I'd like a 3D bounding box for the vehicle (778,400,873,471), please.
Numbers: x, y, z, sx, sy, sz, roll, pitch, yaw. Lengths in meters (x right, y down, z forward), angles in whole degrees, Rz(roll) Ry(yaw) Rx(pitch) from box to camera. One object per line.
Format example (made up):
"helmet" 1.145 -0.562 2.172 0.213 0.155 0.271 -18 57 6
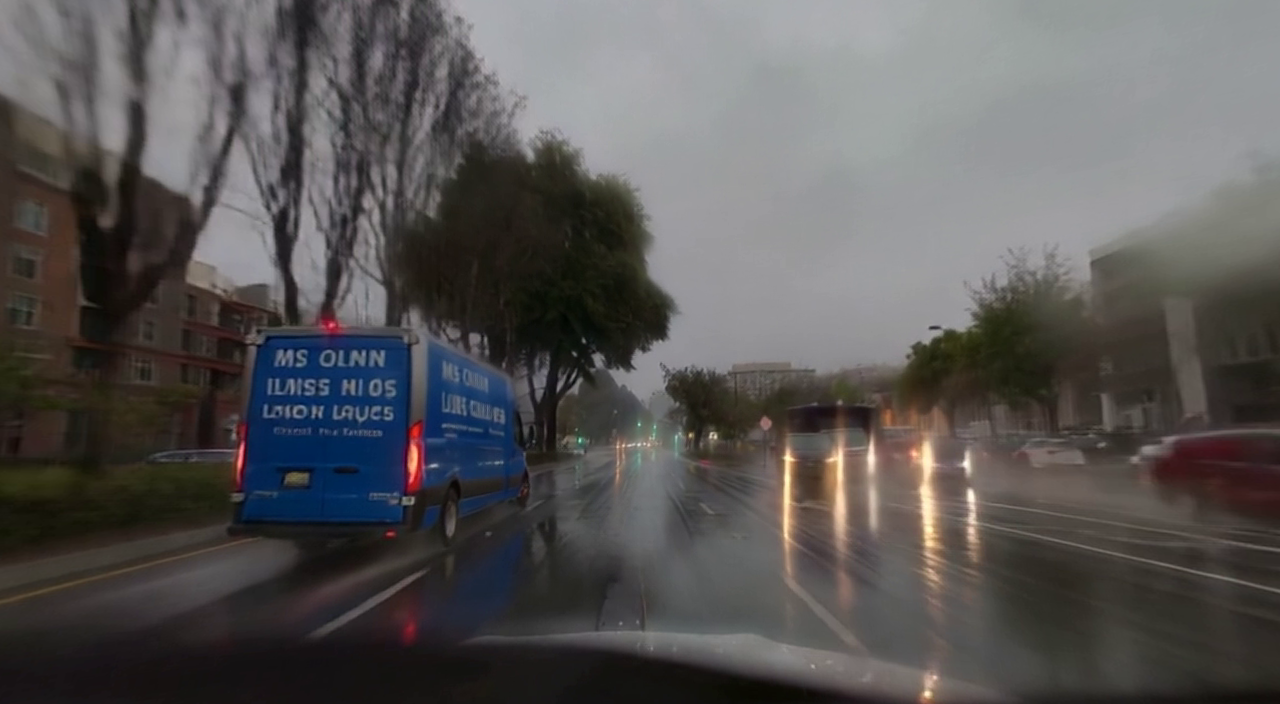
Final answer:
"vehicle" 9.401 4.410 33.045 2.882 3.208 7.609 -1 -8 2

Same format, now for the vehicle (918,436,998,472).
"vehicle" 16.588 5.254 32.871 4.698 1.726 2.046 7 -11 -41

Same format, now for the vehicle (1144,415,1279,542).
"vehicle" 9.245 1.646 8.259 1.814 1.646 4.133 0 -8 -1

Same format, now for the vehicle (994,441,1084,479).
"vehicle" 16.528 4.404 26.059 4.307 1.438 1.923 8 -12 -42

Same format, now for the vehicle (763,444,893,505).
"vehicle" 4.987 3.296 17.650 2.127 1.439 5.034 0 -8 1

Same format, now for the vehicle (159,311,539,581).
"vehicle" -3.788 1.556 10.799 2.763 2.974 7.562 0 -8 1

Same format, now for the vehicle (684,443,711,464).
"vehicle" 4.392 7.812 48.678 1.878 1.534 4.120 -1 -8 3
